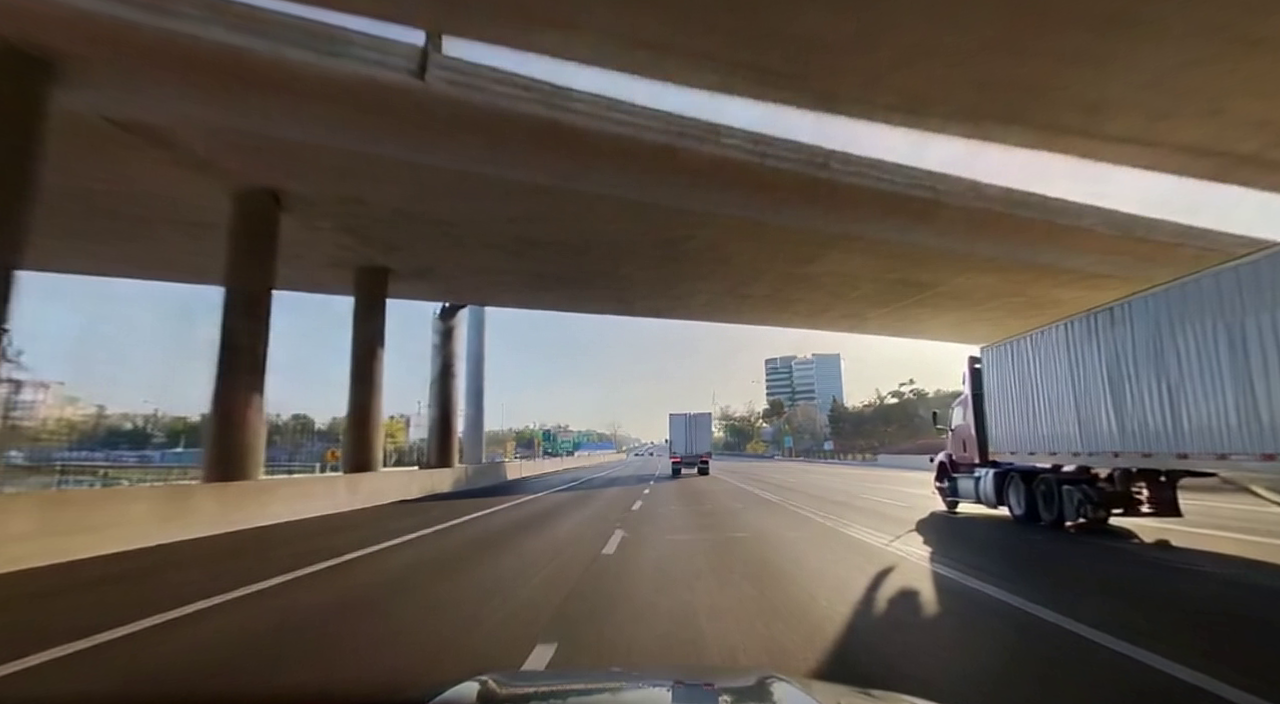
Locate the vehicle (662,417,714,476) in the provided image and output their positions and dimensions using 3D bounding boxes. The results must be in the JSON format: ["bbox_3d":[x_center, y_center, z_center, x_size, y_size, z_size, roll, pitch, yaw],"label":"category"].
[{"bbox_3d":[3.471,6.939,46.165,3.244,3.713,12.155,-1,-9,4],"label":"vehicle"}]
